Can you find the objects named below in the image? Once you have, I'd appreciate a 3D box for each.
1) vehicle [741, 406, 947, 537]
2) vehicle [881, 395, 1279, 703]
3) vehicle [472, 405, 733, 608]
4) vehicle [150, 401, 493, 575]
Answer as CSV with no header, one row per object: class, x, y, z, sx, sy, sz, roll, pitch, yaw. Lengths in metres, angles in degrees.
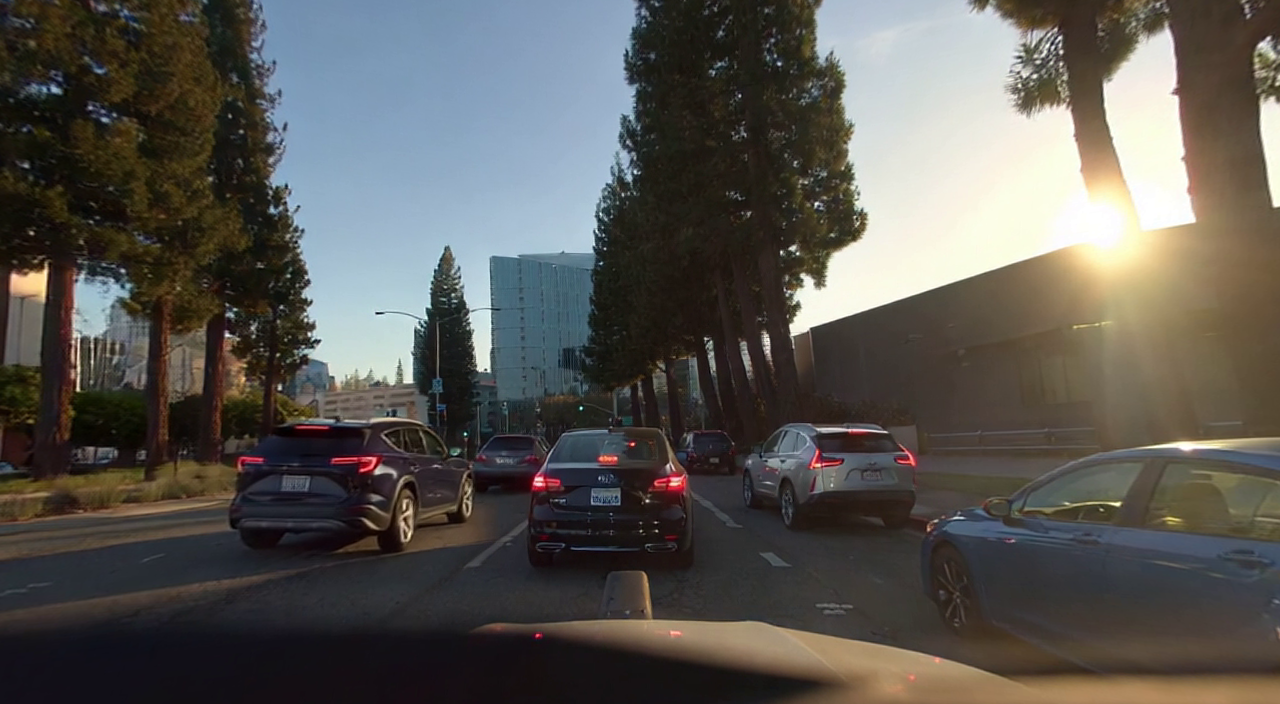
vehicle,3.341,2.083,11.539,2.117,1.879,4.715,0,-8,-1
vehicle,3.241,1.070,3.415,2.045,1.459,4.462,0,-8,-1
vehicle,-0.352,1.585,7.423,2.114,1.631,4.459,0,-8,-1
vehicle,-3.751,1.710,8.743,2.141,1.718,4.809,0,-8,1
